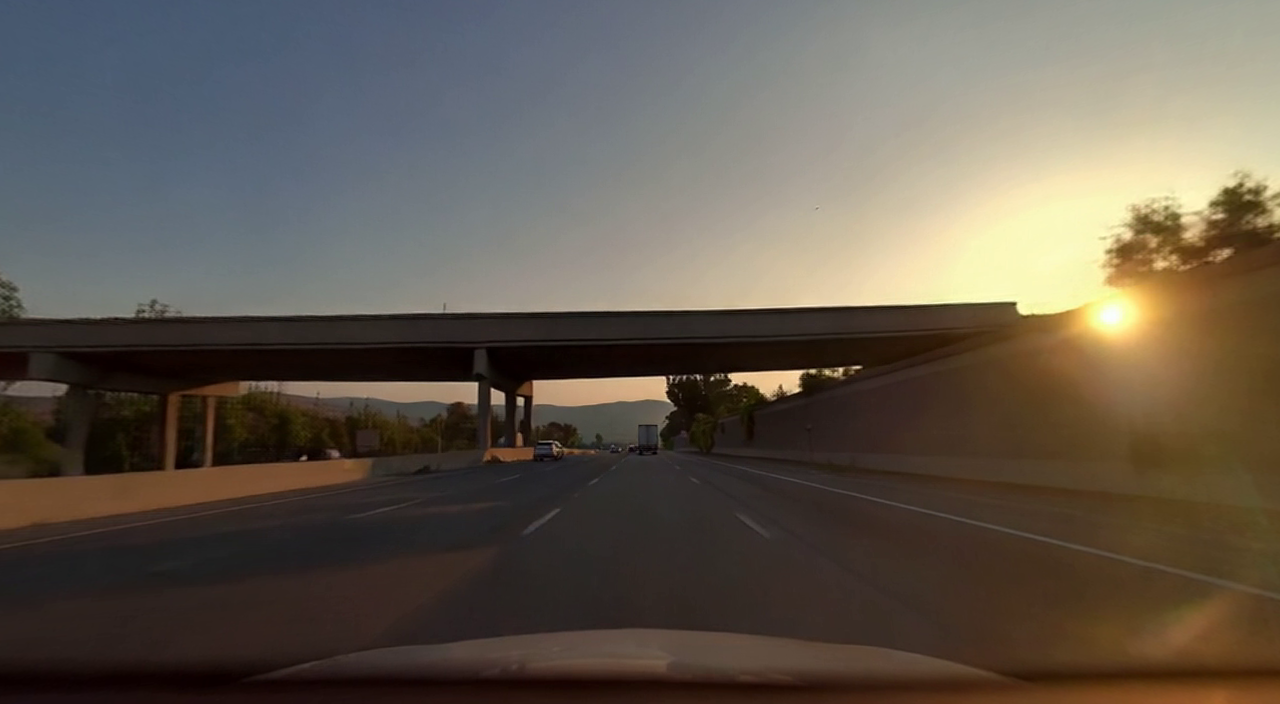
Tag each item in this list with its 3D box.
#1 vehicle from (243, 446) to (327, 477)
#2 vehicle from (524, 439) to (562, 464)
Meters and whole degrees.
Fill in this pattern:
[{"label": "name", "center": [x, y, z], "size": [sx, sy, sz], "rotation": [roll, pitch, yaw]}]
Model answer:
[{"label": "vehicle", "center": [-20.010, 6.156, 35.812], "size": [1.933, 1.607, 4.790], "rotation": [0, -8, 1]}, {"label": "vehicle", "center": [-7.033, 7.212, 45.968], "size": [1.981, 1.685, 4.171], "rotation": [0, -8, 2]}]
